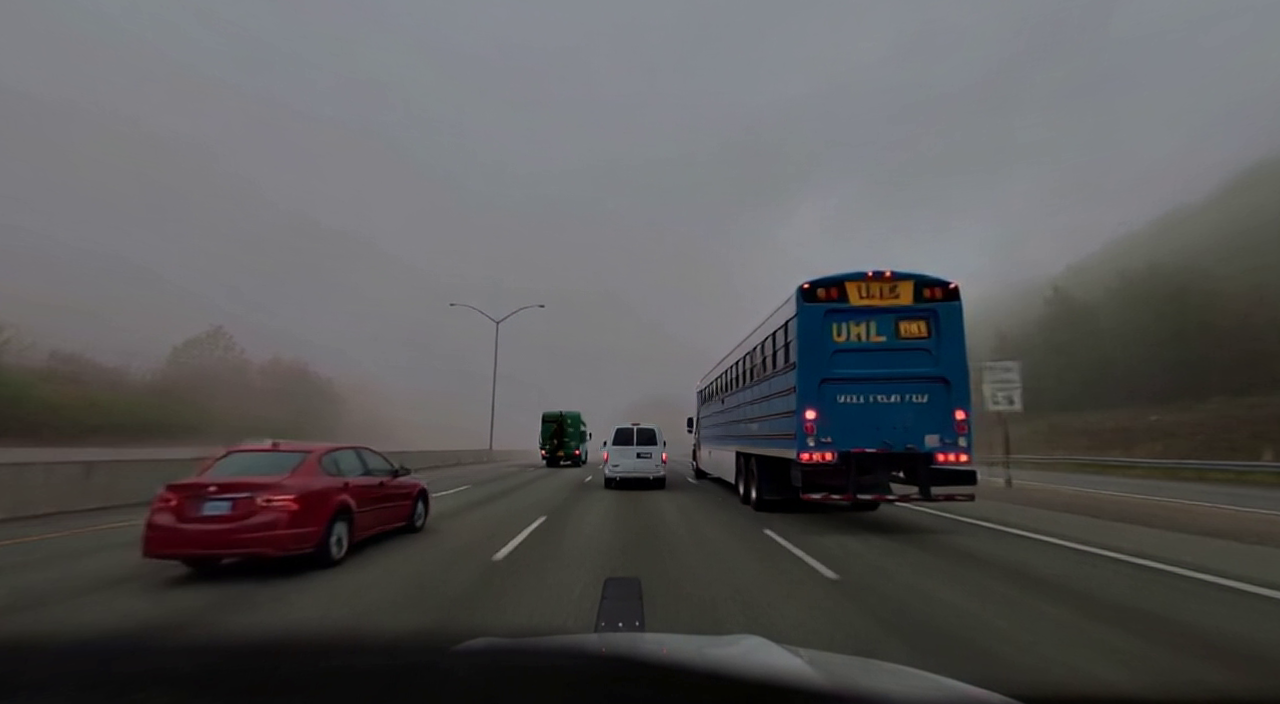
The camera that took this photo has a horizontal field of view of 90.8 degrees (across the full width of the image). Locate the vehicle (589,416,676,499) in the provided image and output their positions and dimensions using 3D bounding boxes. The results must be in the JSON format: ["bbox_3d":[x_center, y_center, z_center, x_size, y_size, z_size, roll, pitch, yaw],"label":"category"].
[{"bbox_3d":[-0.256,2.804,17.145,2.037,1.929,4.343,0,-8,-2],"label":"vehicle"}]

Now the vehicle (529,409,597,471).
[{"bbox_3d":[-4.088,4.938,35.235,2.947,3.009,7.991,0,-8,-1],"label":"vehicle"}]

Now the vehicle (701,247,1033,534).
[{"bbox_3d":[3.809,1.441,15.598,3.006,4.101,13.245,0,-8,-1],"label":"vehicle"}]

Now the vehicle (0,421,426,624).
[{"bbox_3d":[-4.054,1.549,6.734,2.039,1.453,4.197,0,-8,0],"label":"vehicle"}]
